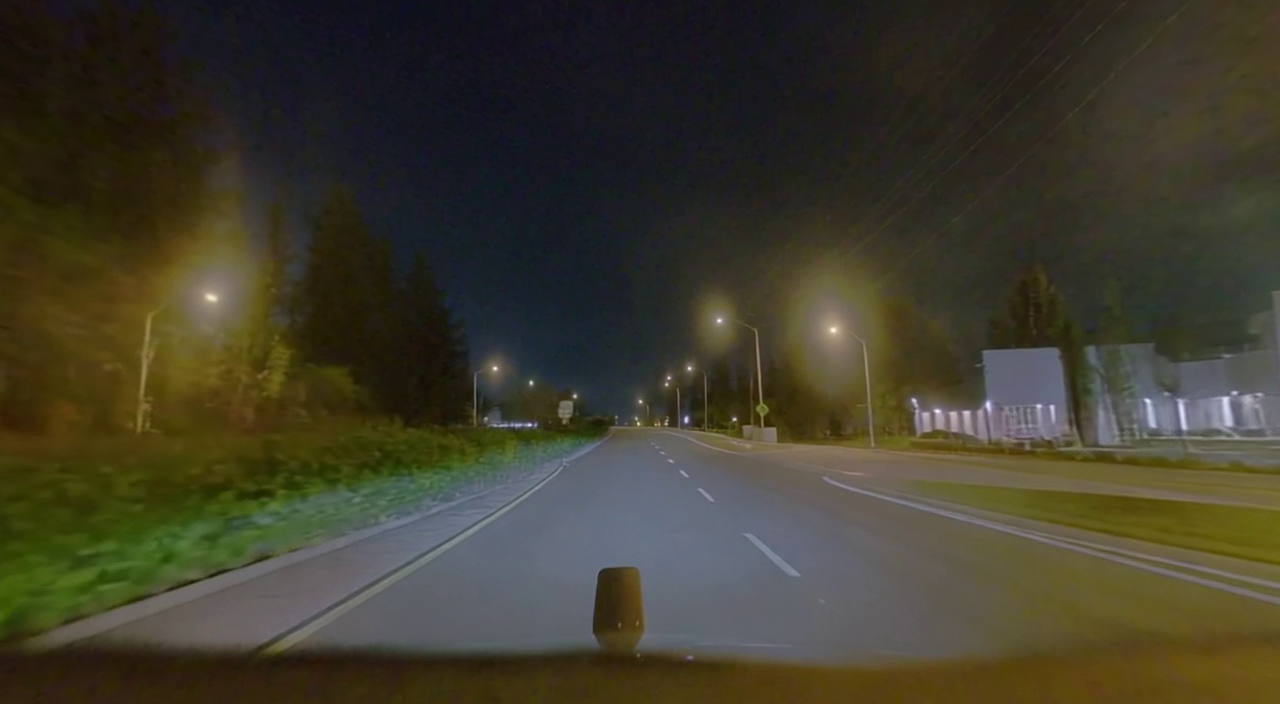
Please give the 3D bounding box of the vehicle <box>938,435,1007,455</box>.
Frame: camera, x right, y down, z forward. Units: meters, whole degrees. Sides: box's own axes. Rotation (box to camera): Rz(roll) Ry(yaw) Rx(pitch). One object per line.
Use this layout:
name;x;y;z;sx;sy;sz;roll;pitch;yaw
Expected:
vehicle;24.838;6.943;47.238;4.140;1.416;1.767;0;-8;-1

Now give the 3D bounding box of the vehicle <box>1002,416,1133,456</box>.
vehicle;24.496;4.870;36.427;5.603;2.179;2.440;-1;-8;5
